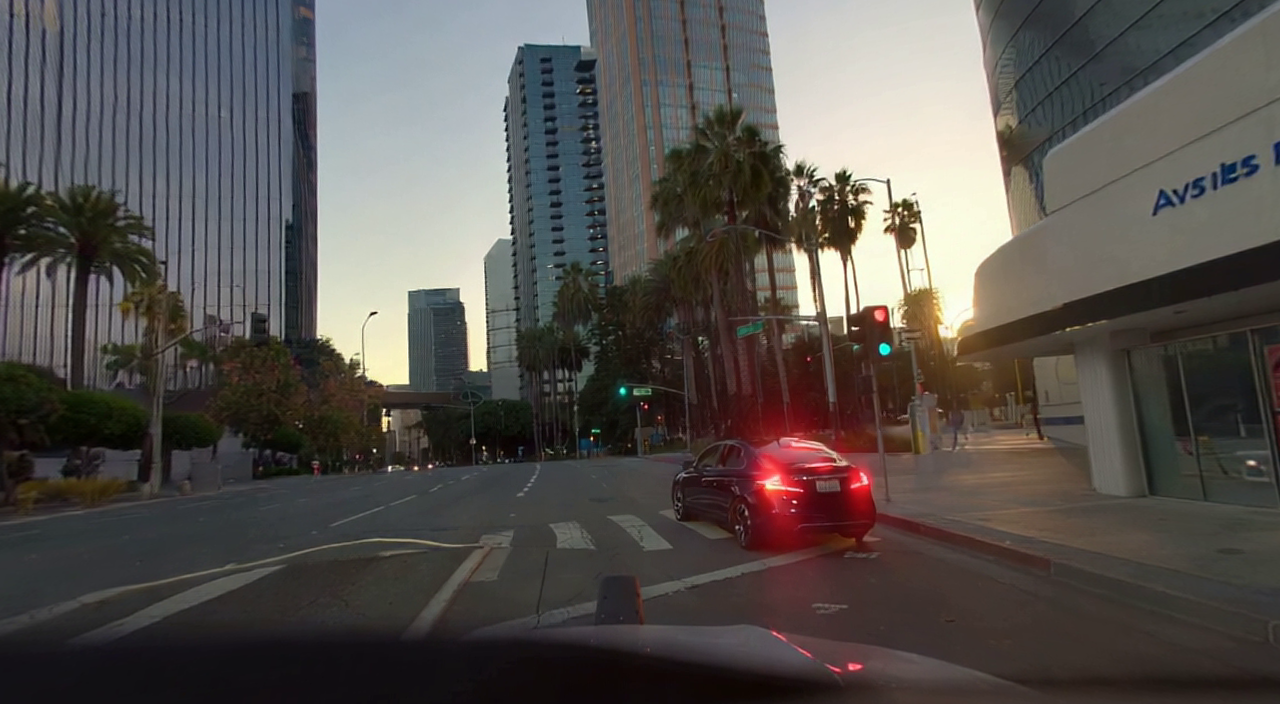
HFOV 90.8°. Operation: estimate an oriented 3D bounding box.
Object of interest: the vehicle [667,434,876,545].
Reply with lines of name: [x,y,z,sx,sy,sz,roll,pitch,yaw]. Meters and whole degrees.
vehicle: [1.898,2.200,10.936,2.090,1.466,4.676,1,-8,-7]
